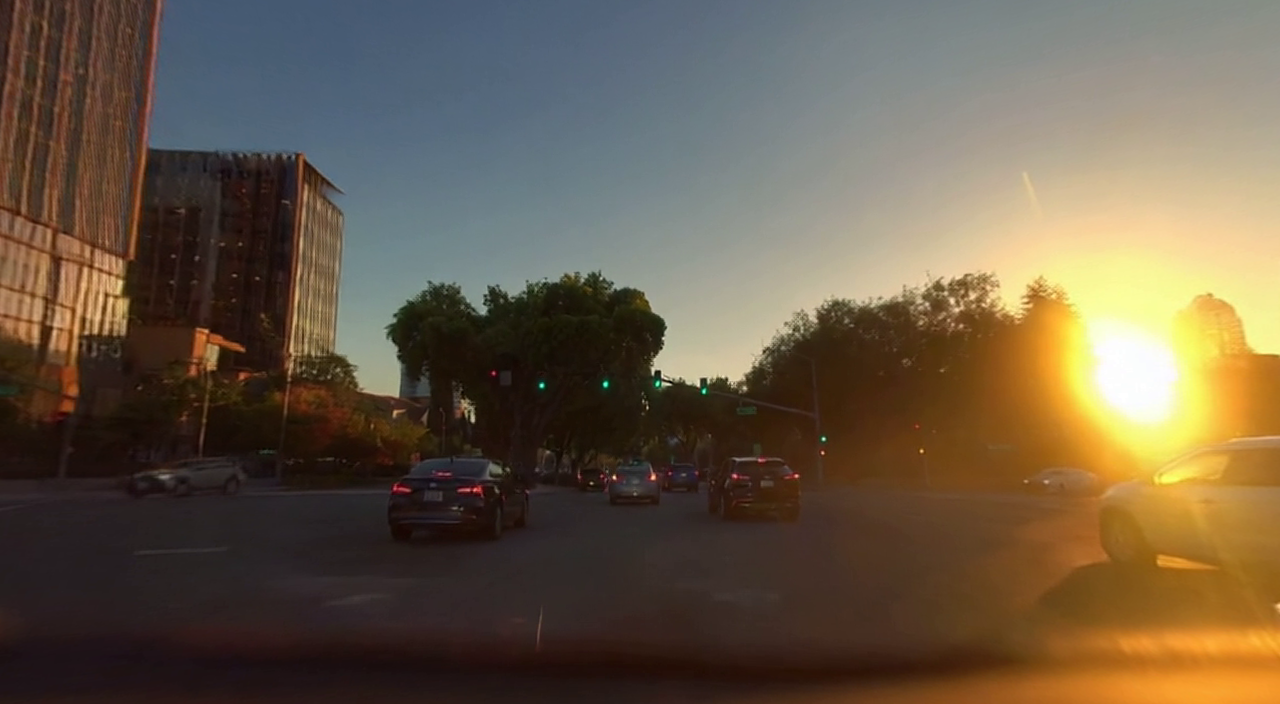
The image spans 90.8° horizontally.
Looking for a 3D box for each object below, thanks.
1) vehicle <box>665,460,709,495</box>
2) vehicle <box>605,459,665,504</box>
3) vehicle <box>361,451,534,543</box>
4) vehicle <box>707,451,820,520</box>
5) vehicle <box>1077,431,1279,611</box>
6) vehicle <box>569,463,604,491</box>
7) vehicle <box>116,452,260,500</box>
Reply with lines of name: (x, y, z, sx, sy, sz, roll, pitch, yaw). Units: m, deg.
vehicle: (2.707, 7.354, 37.355, 2.138, 1.778, 4.422, 0, -9, -2)
vehicle: (-0.227, 4.882, 24.146, 2.098, 1.461, 3.958, 0, -9, -2)
vehicle: (-3.556, 2.752, 12.735, 2.045, 1.463, 4.490, 0, -9, 0)
vehicle: (3.180, 3.544, 17.456, 1.996, 1.566, 4.917, 0, -9, -2)
vehicle: (6.564, 1.474, 5.543, 1.959, 1.553, 4.809, 0, -9, -1)
vehicle: (-3.668, 8.653, 43.911, 2.033, 1.714, 4.278, 0, -9, 0)
vehicle: (-18.345, 5.139, 26.043, 2.172, 1.751, 4.889, 0, -12, 1)
